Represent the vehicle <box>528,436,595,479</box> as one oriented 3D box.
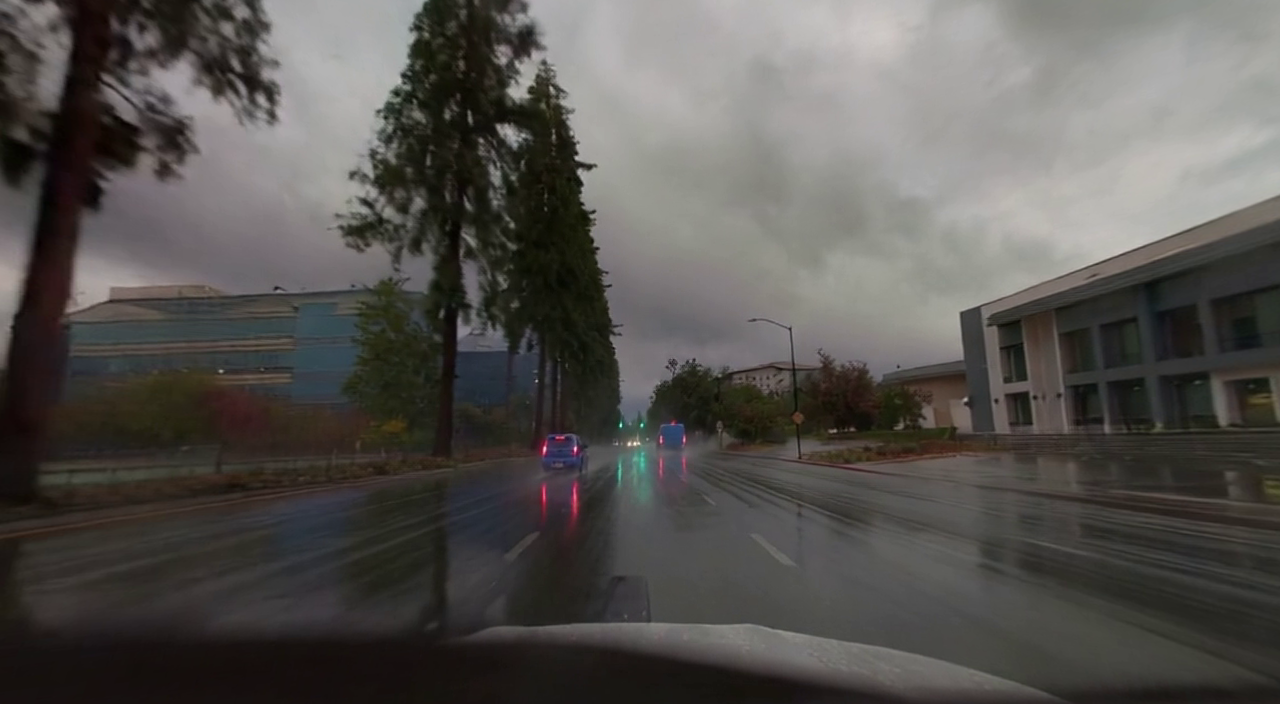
[{"bbox_3d":[-3.161,4.376,26.378,2.129,1.602,4.532,0,-8,1],"label":"vehicle"}]
